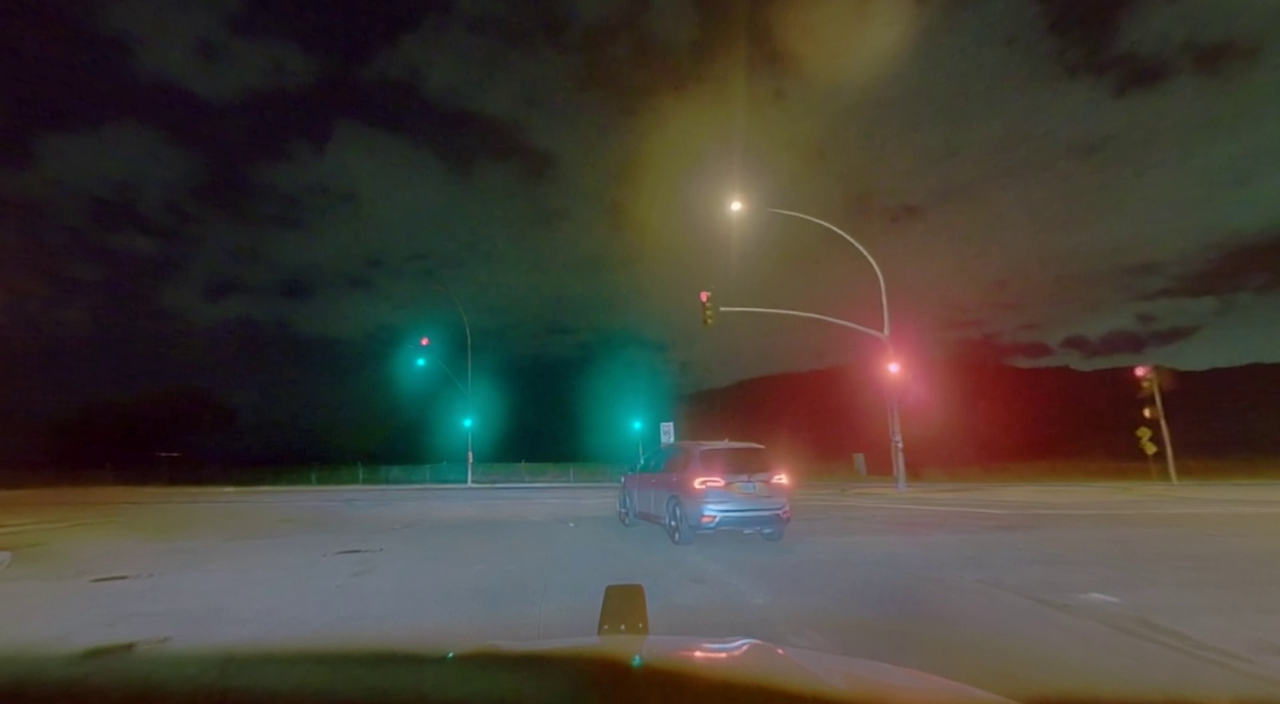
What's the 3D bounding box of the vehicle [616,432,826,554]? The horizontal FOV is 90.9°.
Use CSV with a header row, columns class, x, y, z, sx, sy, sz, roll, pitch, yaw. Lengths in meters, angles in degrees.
class,x,y,z,sx,sy,sz,roll,pitch,yaw
vehicle,1.103,2.253,10.943,1.938,1.648,4.211,2,-9,-18
